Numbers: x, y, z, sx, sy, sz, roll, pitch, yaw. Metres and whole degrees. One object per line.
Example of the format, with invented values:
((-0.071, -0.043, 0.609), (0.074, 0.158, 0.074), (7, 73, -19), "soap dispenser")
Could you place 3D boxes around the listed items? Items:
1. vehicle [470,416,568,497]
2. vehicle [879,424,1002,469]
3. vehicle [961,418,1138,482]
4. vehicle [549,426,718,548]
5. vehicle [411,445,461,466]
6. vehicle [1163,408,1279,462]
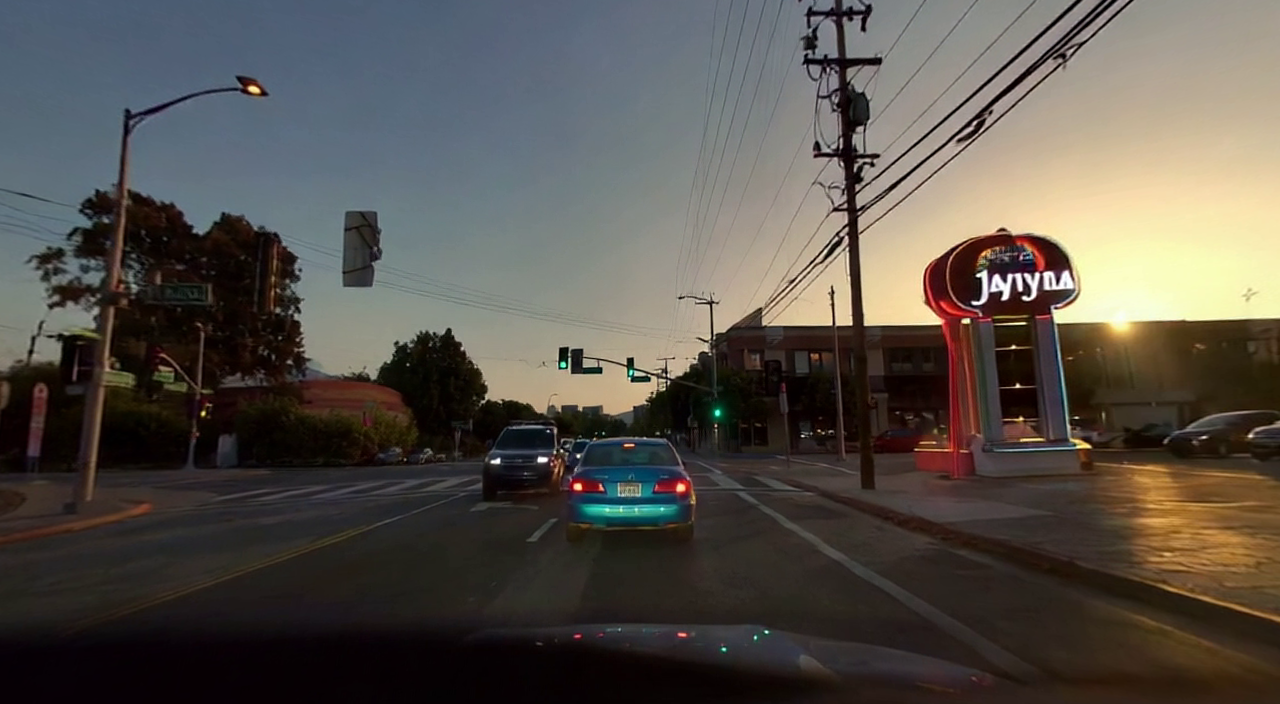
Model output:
((-3.089, 2.765, 17.027), (2.106, 1.852, 4.512), (1, -8, -5), "vehicle")
((10.631, 3.399, 22.752), (1.842, 1.471, 4.481), (1, -8, -6), "vehicle")
((10.549, 2.574, 16.716), (1.888, 1.455, 4.268), (0, -8, 1), "vehicle")
((-0.145, 1.970, 9.920), (2.070, 1.481, 4.216), (0, -8, -2), "vehicle")
((-15.558, 7.824, 47.937), (2.111, 1.511, 4.641), (6, -10, -36), "vehicle")
((18.710, 2.616, 19.716), (4.446, 1.511, 1.977), (4, -10, -29), "vehicle")
